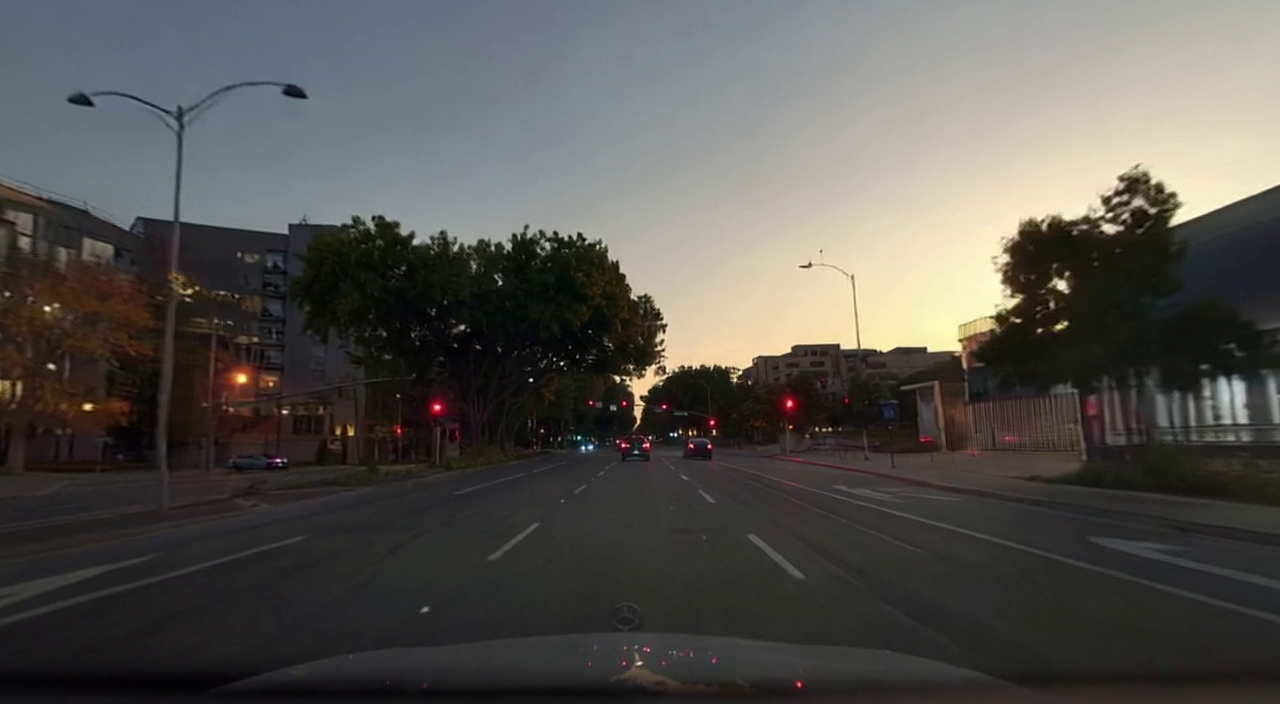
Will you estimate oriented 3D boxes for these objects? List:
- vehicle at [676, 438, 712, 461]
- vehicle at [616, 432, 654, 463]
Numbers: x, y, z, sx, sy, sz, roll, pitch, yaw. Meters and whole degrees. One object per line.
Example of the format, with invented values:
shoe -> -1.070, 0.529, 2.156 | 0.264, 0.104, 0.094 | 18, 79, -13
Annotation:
vehicle -> 3.611, 6.638, 43.221 | 2.080, 1.472, 4.401 | 0, -8, 0
vehicle -> -0.317, 6.072, 40.330 | 2.313, 1.860, 4.319 | 0, -8, 0
